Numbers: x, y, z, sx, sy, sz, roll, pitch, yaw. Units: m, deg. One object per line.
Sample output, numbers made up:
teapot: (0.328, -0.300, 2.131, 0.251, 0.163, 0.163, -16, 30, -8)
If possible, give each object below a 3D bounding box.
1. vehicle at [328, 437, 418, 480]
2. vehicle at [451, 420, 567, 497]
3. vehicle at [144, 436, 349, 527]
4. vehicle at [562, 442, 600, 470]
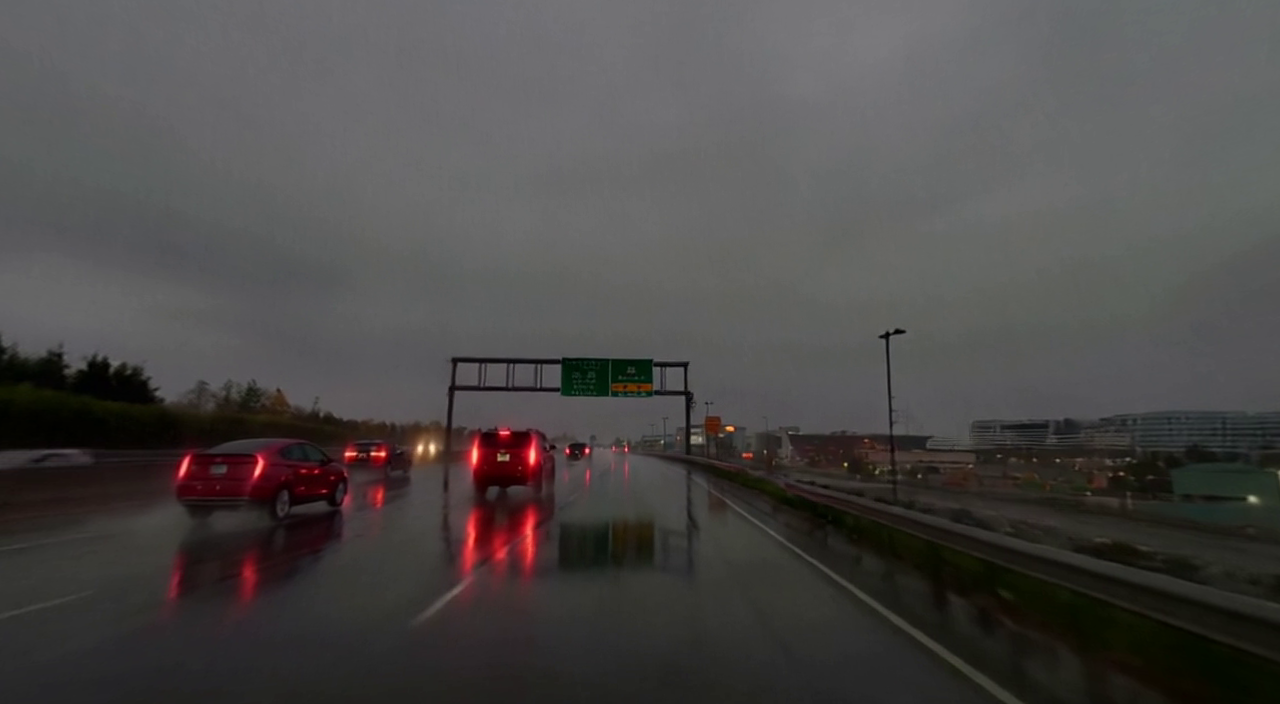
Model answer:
vehicle: (-11.309, 4.530, 27.085, 1.919, 1.665, 4.394, 0, -8, 0)
vehicle: (-3.754, 3.181, 19.261, 2.301, 1.985, 5.247, 0, -8, 1)
vehicle: (-7.410, 2.422, 12.339, 1.796, 1.509, 3.393, 0, -8, 0)
vehicle: (-3.543, 6.315, 38.449, 1.955, 1.614, 3.817, 0, -8, 0)
